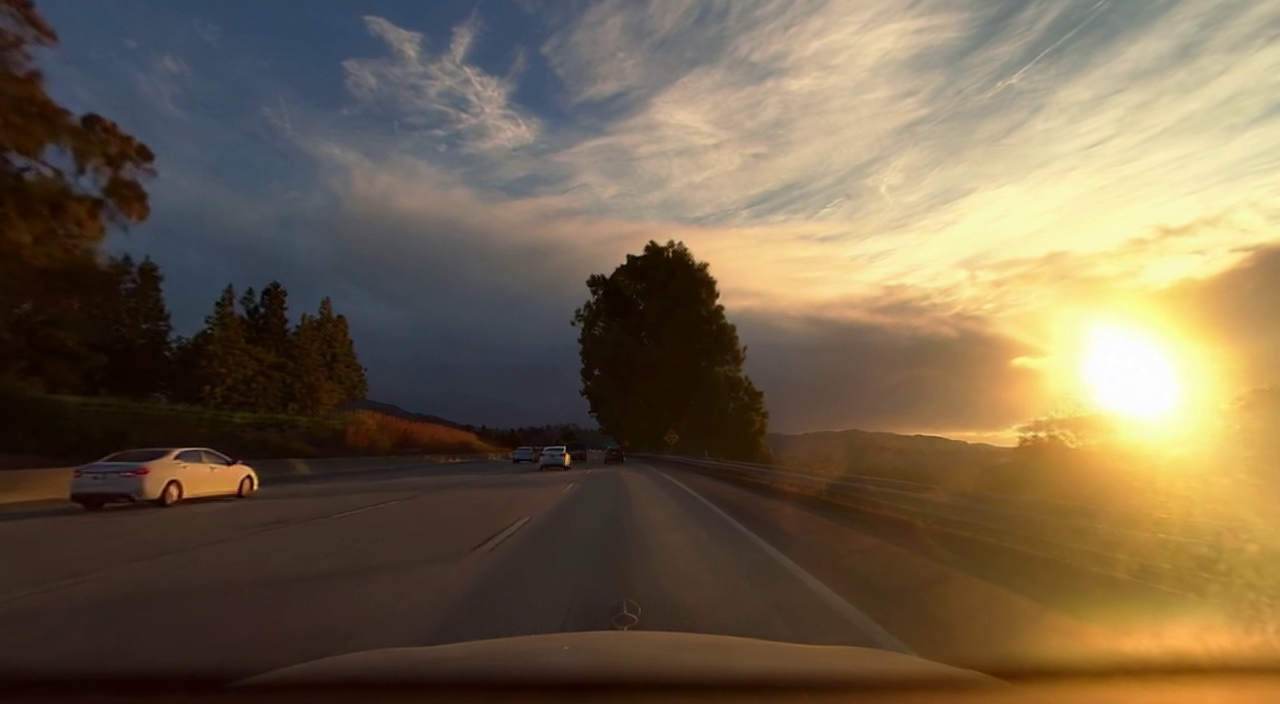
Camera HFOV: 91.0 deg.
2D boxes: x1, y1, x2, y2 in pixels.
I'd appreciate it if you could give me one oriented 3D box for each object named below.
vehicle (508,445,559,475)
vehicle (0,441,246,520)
[{"bbox_3d":[-5.394,5.530,32.449,2.120,1.458,4.031,0,-9,-3],"label":"vehicle"},{"bbox_3d":[-11.448,2.807,14.372,1.960,1.487,4.593,0,-9,-1],"label":"vehicle"}]
